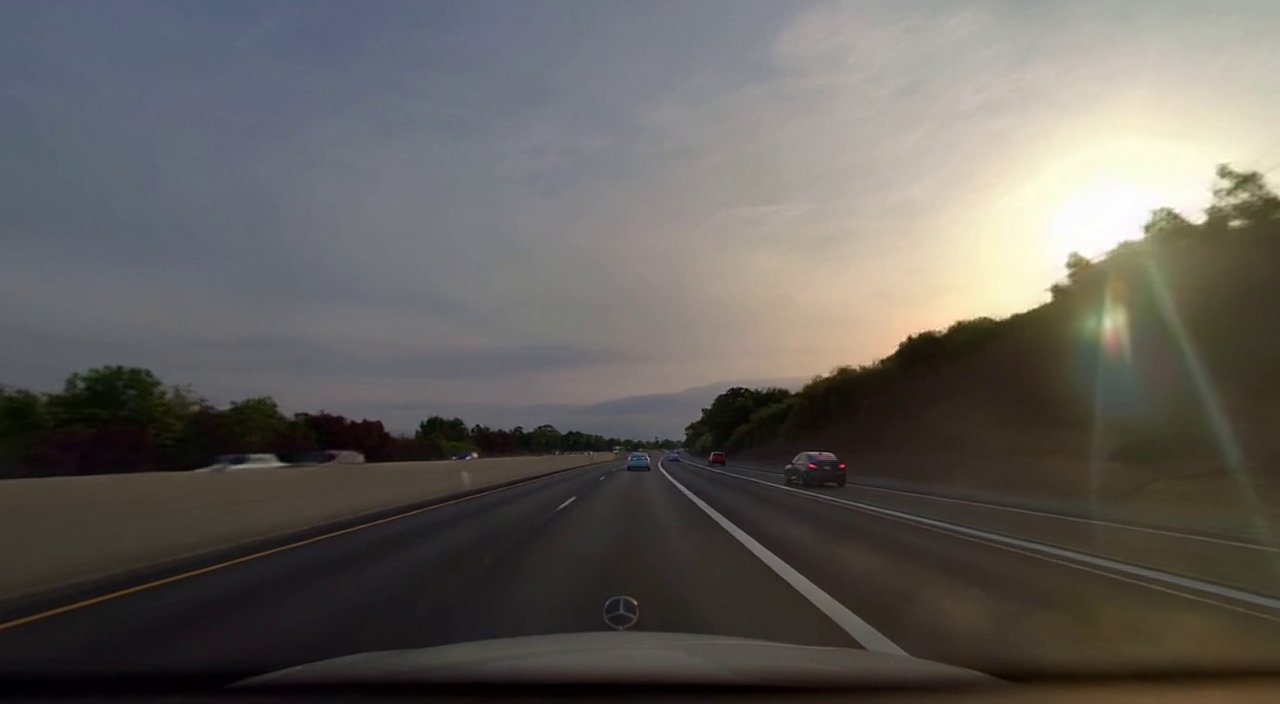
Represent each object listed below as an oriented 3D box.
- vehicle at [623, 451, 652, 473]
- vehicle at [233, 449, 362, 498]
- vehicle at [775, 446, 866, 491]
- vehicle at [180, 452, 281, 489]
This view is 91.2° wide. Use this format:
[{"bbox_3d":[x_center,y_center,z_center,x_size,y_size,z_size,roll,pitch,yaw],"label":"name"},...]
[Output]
[{"bbox_3d":[-0.148,8.028,45.920,2.025,1.526,4.181,0,-9,0],"label":"vehicle"},{"bbox_3d":[-12.080,4.279,22.537,2.066,1.526,4.529,0,-9,0],"label":"vehicle"},{"bbox_3d":[6.783,4.415,24.126,2.008,1.533,4.592,0,-9,-1],"label":"vehicle"},{"bbox_3d":[-19.067,5.510,29.424,1.892,1.558,4.148,0,-9,0],"label":"vehicle"}]
